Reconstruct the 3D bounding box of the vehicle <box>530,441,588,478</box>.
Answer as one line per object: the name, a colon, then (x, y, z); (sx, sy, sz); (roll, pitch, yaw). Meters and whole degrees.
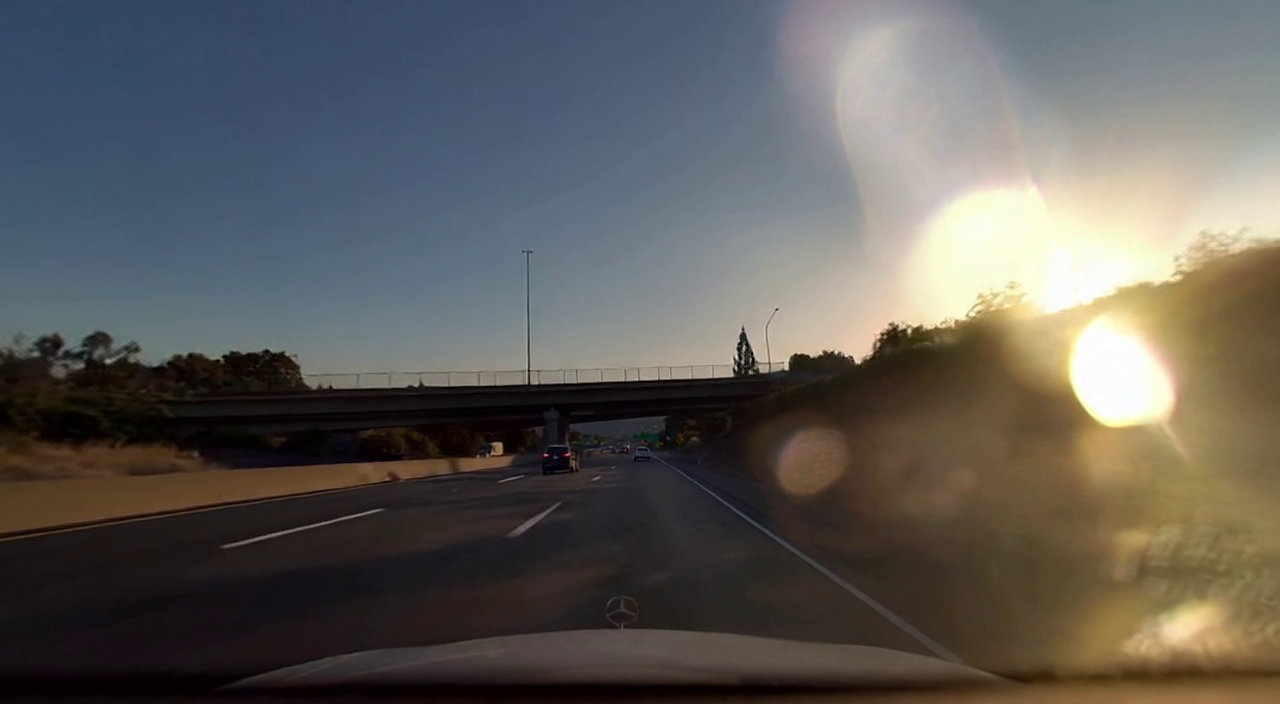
vehicle: (-4.128, 5.555, 32.981); (2.272, 1.759, 5.058); (0, -9, 1)
